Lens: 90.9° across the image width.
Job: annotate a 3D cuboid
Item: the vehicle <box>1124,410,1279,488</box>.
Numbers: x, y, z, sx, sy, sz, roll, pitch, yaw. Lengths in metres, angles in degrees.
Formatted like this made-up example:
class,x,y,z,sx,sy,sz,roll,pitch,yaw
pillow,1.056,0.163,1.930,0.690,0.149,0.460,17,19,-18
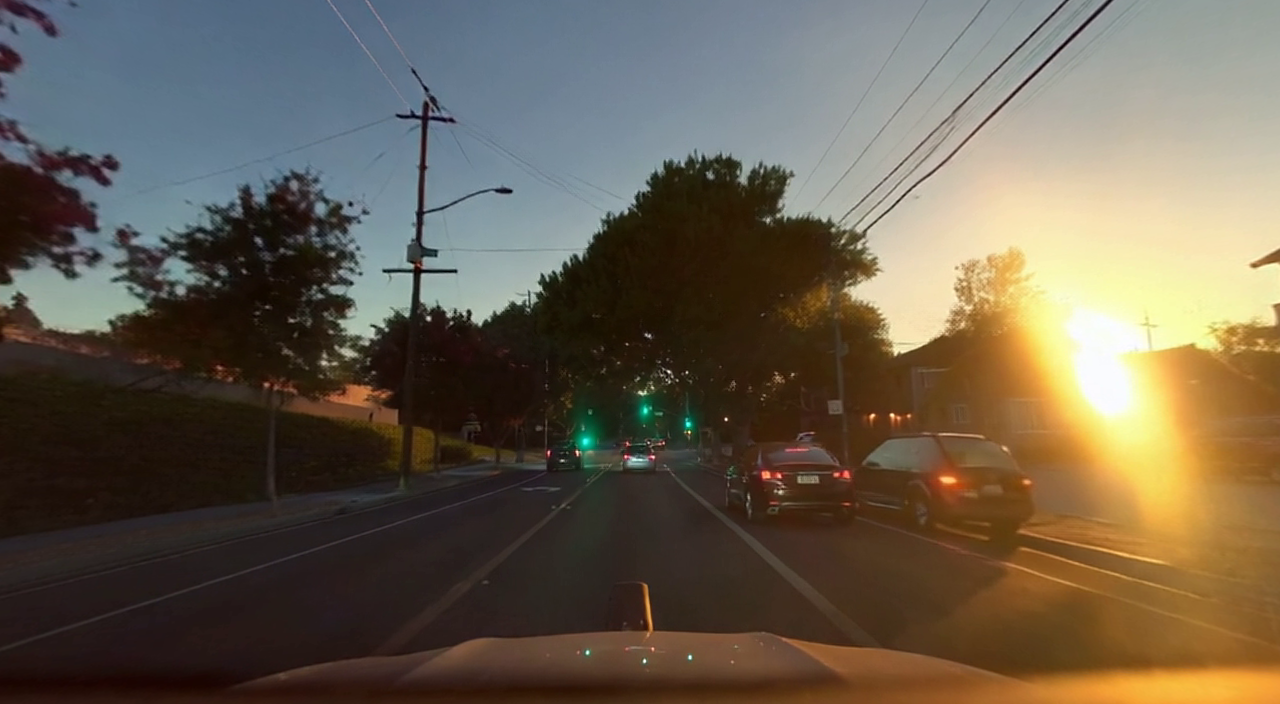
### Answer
class,x,y,z,sx,sy,sz,roll,pitch,yaw
vehicle,16.470,2.623,16.927,2.478,1.836,5.409,0,-10,-2

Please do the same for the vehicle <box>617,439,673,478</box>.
class,x,y,z,sx,sy,sz,roll,pitch,yaw
vehicle,0.163,4.300,25.751,2.101,1.467,4.210,0,-8,0

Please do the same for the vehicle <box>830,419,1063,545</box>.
class,x,y,z,sx,sy,sz,roll,pitch,yaw
vehicle,5.714,2.414,12.608,2.277,1.850,4.717,4,-8,-1

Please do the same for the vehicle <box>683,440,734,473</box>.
class,x,y,z,sx,sy,sz,roll,pitch,yaw
vehicle,3.242,5.044,30.662,1.943,1.484,4.030,0,-8,-1

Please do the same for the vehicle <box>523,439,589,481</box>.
class,x,y,z,sx,sy,sz,roll,pitch,yaw
vehicle,-3.196,4.218,24.886,2.012,1.505,4.205,0,-8,1

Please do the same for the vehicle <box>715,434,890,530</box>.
class,x,y,z,sx,sy,sz,roll,pitch,yaw
vehicle,2.812,2.367,12.145,2.158,1.483,4.415,0,-8,-1
